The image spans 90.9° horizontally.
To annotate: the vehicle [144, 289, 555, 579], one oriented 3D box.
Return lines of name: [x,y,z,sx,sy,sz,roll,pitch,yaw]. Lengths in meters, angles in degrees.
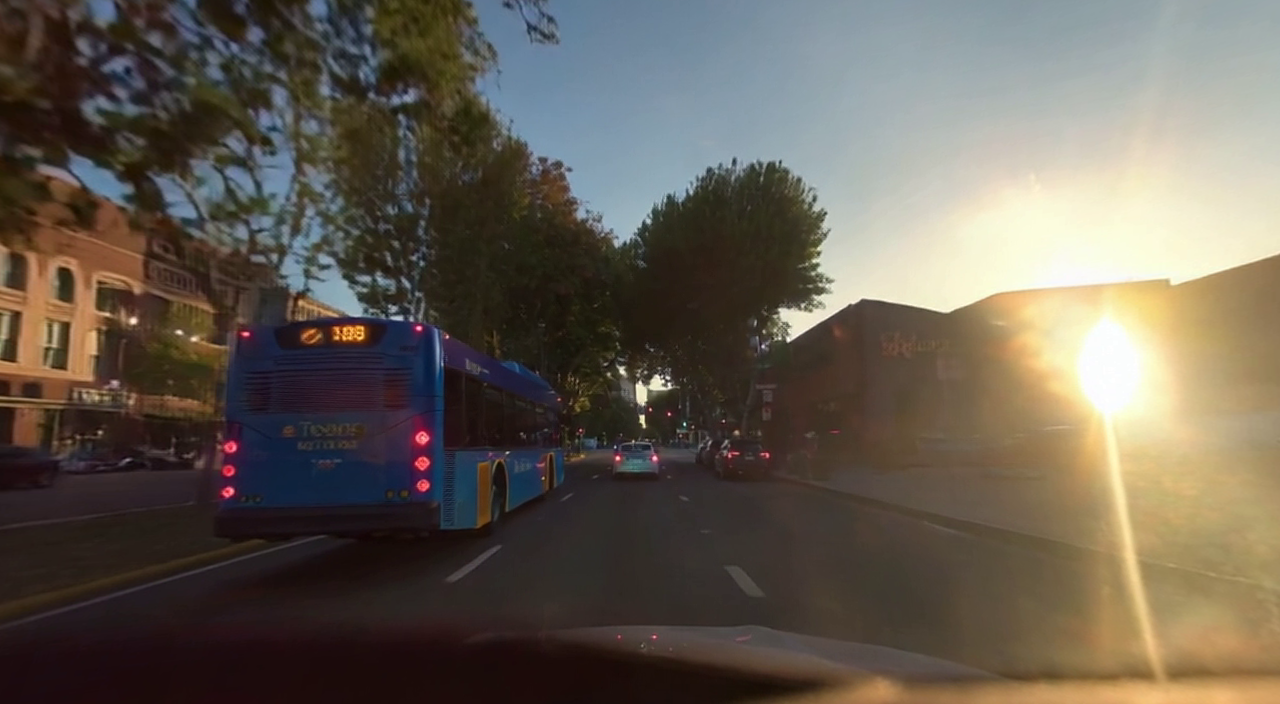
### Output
vehicle: [-3.445,1.285,10.619,2.920,2.884,8.588,0,-7,-1]

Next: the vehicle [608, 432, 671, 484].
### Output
vehicle: [0.004,3.847,23.146,2.120,1.727,3.917,0,-9,1]

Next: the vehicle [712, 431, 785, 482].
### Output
vehicle: [4.156,4.101,24.983,2.138,1.787,4.522,0,-9,1]
